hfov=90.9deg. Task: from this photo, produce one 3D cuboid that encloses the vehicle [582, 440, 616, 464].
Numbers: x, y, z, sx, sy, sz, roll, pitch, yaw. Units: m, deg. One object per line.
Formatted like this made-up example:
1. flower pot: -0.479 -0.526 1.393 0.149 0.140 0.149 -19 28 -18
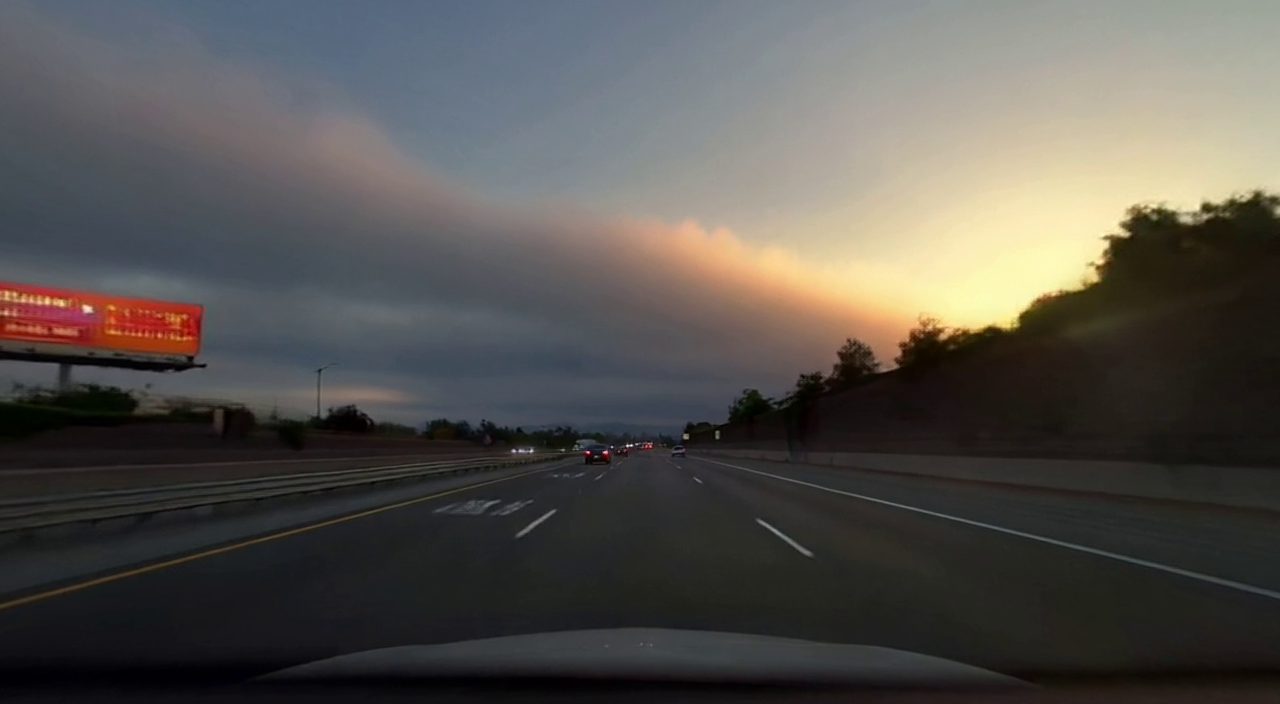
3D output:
1. vehicle: -3.067 7.575 47.860 2.319 1.738 4.355 0 -8 0
